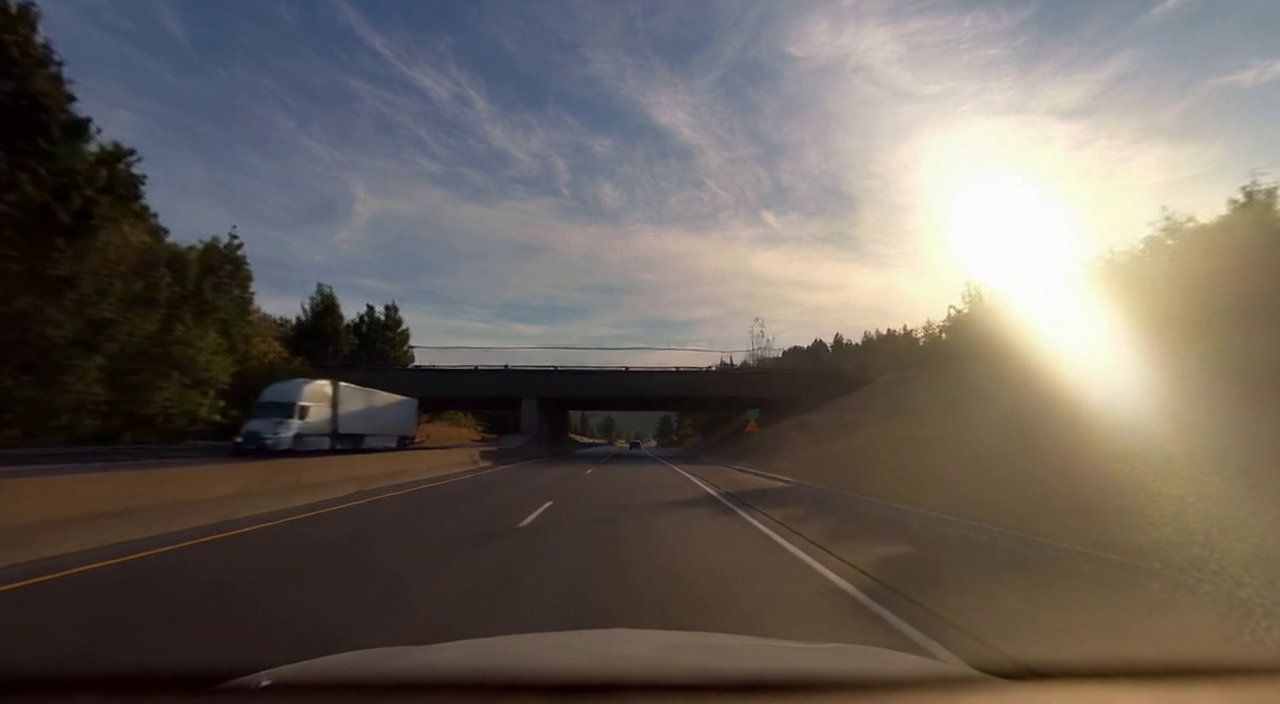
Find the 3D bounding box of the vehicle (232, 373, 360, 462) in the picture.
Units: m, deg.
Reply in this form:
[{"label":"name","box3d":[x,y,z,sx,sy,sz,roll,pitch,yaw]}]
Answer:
[{"label":"vehicle","box3d":[-16.955,3.381,31.635,3.020,4.024,5.914,0,-8,-1]}]
